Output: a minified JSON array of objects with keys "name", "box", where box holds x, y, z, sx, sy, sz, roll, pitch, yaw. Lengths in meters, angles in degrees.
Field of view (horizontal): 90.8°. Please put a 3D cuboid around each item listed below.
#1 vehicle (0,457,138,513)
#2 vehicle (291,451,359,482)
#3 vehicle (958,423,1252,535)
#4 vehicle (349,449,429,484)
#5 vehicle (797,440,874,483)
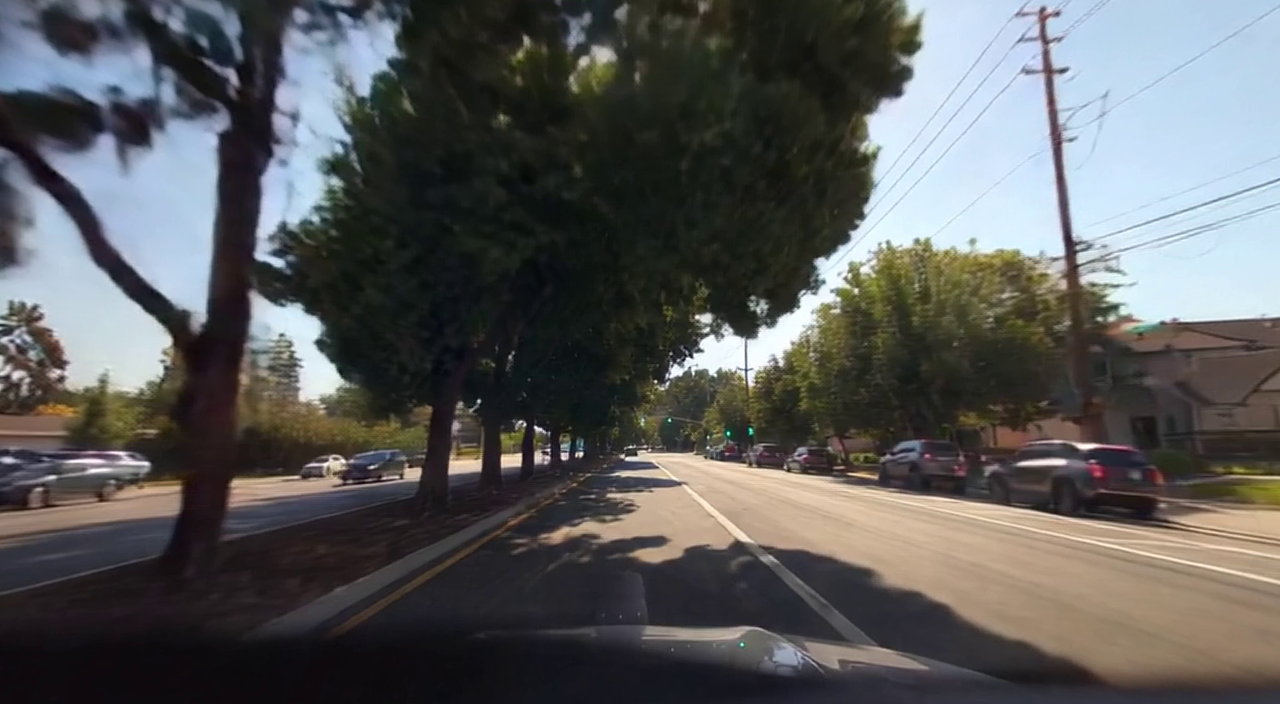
[{"name":"vehicle","box":[-18.470,4.195,20.062,1.732,1.460,3.932,-5,-9,2]},{"name":"vehicle","box":[-18.415,6.701,37.183,1.842,1.660,4.120,0,-9,0]},{"name":"vehicle","box":[9.803,2.708,14.266,2.209,1.982,5.787,0,-9,0]},{"name":"vehicle","box":[-11.610,5.283,29.590,1.826,1.472,4.493,-1,-9,1]},{"name":"vehicle","box":[9.811,5.522,32.293,2.176,1.893,5.744,2,-9,0]}]
